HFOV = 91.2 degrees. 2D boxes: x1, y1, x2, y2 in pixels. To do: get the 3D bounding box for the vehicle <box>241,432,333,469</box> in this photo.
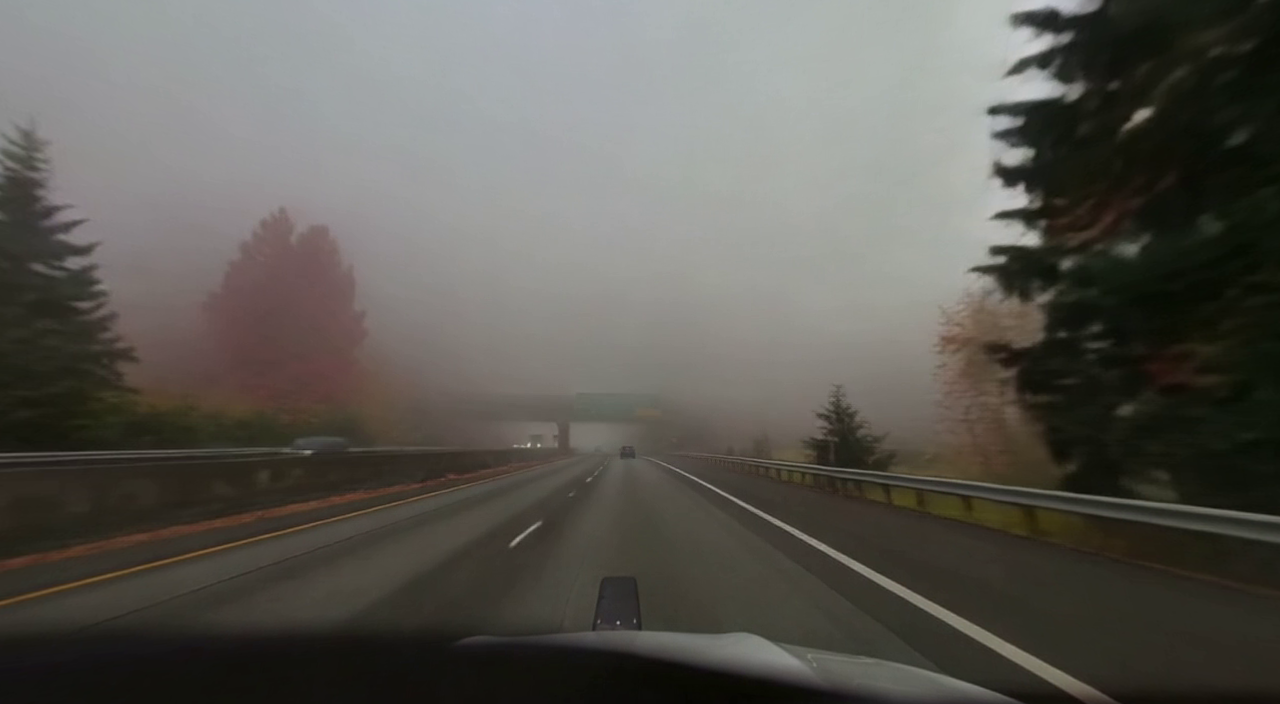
[{"bbox_3d":[-16.690,4.674,29.904,1.928,1.601,4.281,0,-9,-1],"label":"vehicle"}]
